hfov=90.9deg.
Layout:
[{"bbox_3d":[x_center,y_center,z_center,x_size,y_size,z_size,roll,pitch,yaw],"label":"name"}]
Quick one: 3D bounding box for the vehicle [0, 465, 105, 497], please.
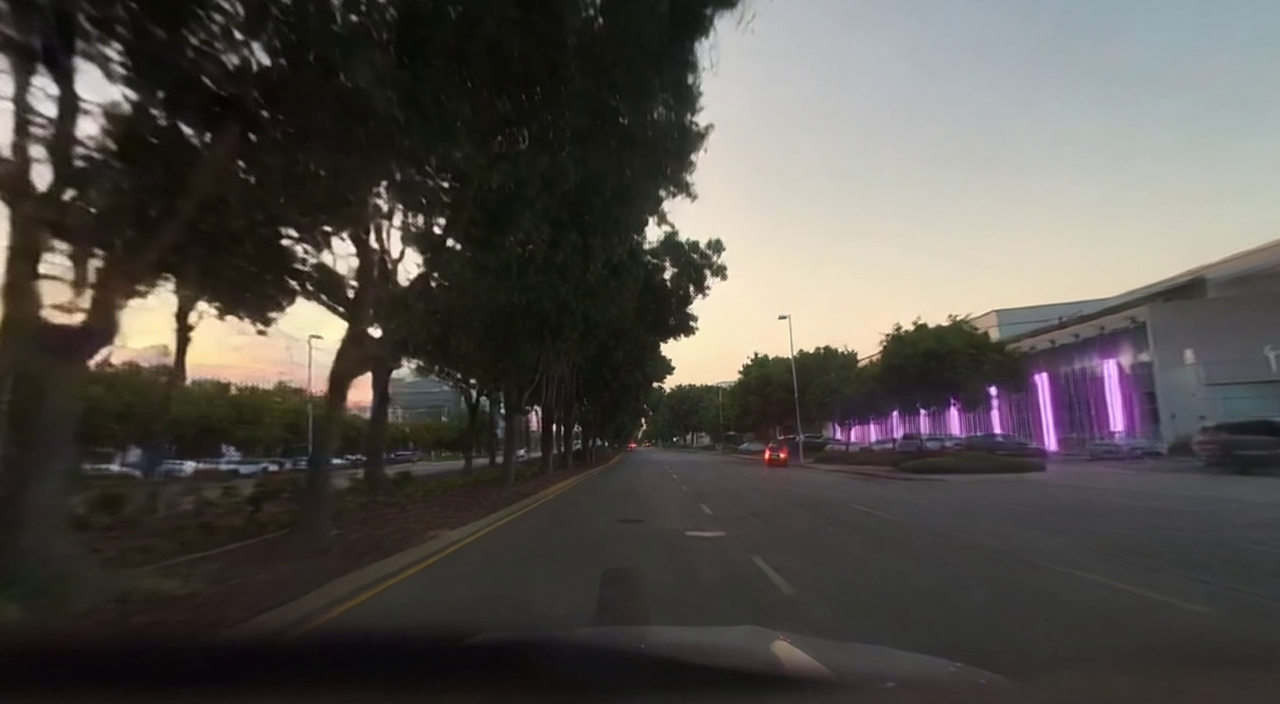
[{"bbox_3d":[-31.235,6.755,33.111,4.320,1.463,1.827,4,-9,-25],"label":"vehicle"}]
